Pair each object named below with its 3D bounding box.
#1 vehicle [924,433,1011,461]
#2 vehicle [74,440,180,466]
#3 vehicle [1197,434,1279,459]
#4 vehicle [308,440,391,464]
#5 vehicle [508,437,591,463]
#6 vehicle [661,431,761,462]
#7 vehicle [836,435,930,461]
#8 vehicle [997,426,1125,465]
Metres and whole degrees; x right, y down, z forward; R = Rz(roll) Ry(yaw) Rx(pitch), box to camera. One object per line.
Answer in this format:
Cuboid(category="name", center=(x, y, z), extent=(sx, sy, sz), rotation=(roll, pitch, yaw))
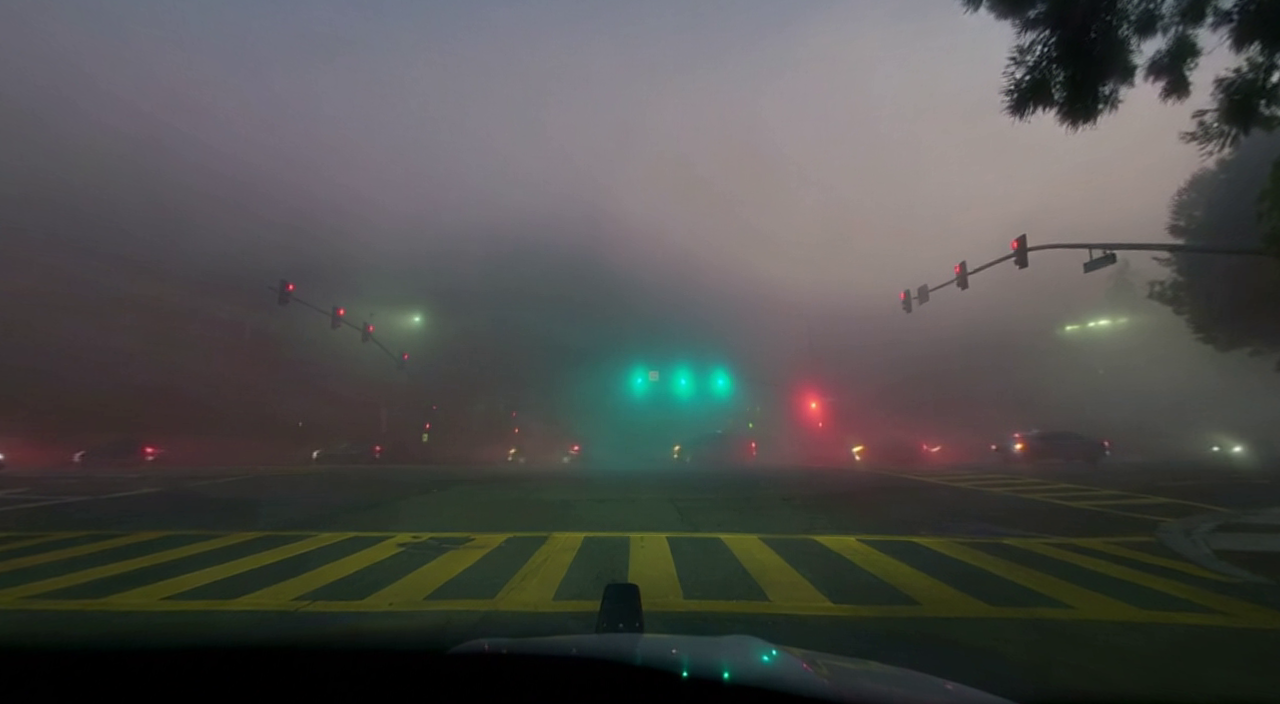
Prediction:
Cuboid(category="vehicle", center=(21.031, 6.110, 40.647), extent=(4.488, 1.667, 1.869), rotation=(0, -9, 1))
Cuboid(category="vehicle", center=(-29.721, 5.860, 36.716), extent=(4.631, 1.435, 1.715), rotation=(0, -9, 0))
Cuboid(category="vehicle", center=(38.467, 6.021, 40.219), extent=(4.100, 1.509, 1.853), rotation=(0, -9, 0))
Cuboid(category="vehicle", center=(-18.548, 6.395, 40.453), extent=(4.443, 1.472, 1.794), rotation=(0, -9, 0))
Cuboid(category="vehicle", center=(-5.210, 5.701, 36.798), extent=(4.519, 1.476, 1.767), rotation=(0, -9, 0))
Cuboid(category="vehicle", center=(4.420, 6.006, 40.086), extent=(6.133, 1.833, 2.155), rotation=(-1, -9, 2))
Cuboid(category="vehicle", center=(14.188, 5.651, 37.080), extent=(4.724, 1.452, 1.870), rotation=(0, -9, 1))
Cuboid(category="vehicle", center=(20.298, 4.541, 30.653), extent=(4.662, 1.764, 2.064), rotation=(-1, -9, 1))
